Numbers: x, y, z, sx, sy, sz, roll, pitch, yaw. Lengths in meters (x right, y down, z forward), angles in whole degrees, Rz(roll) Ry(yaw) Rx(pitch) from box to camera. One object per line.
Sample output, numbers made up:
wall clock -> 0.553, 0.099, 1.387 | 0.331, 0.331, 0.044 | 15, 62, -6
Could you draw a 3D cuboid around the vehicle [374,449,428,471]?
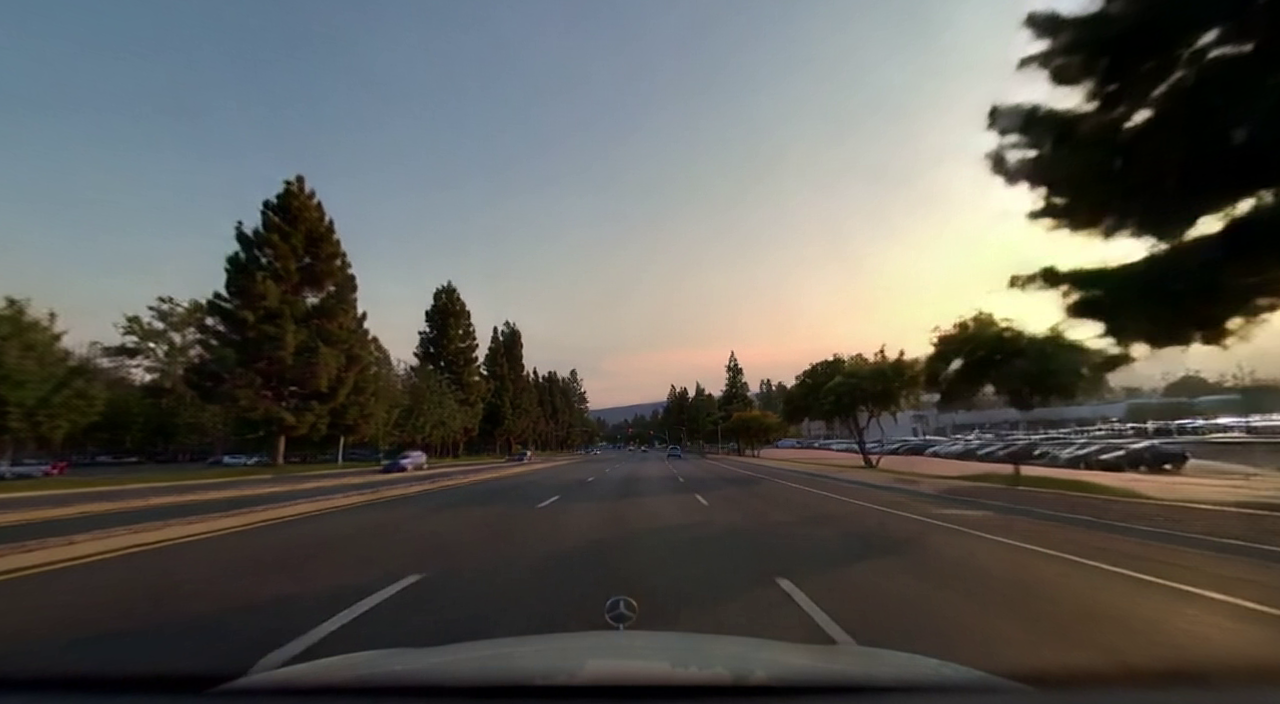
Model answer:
vehicle -> -17.141, 7.752, 45.565 | 1.907, 1.483, 4.643 | 0, -8, 2
